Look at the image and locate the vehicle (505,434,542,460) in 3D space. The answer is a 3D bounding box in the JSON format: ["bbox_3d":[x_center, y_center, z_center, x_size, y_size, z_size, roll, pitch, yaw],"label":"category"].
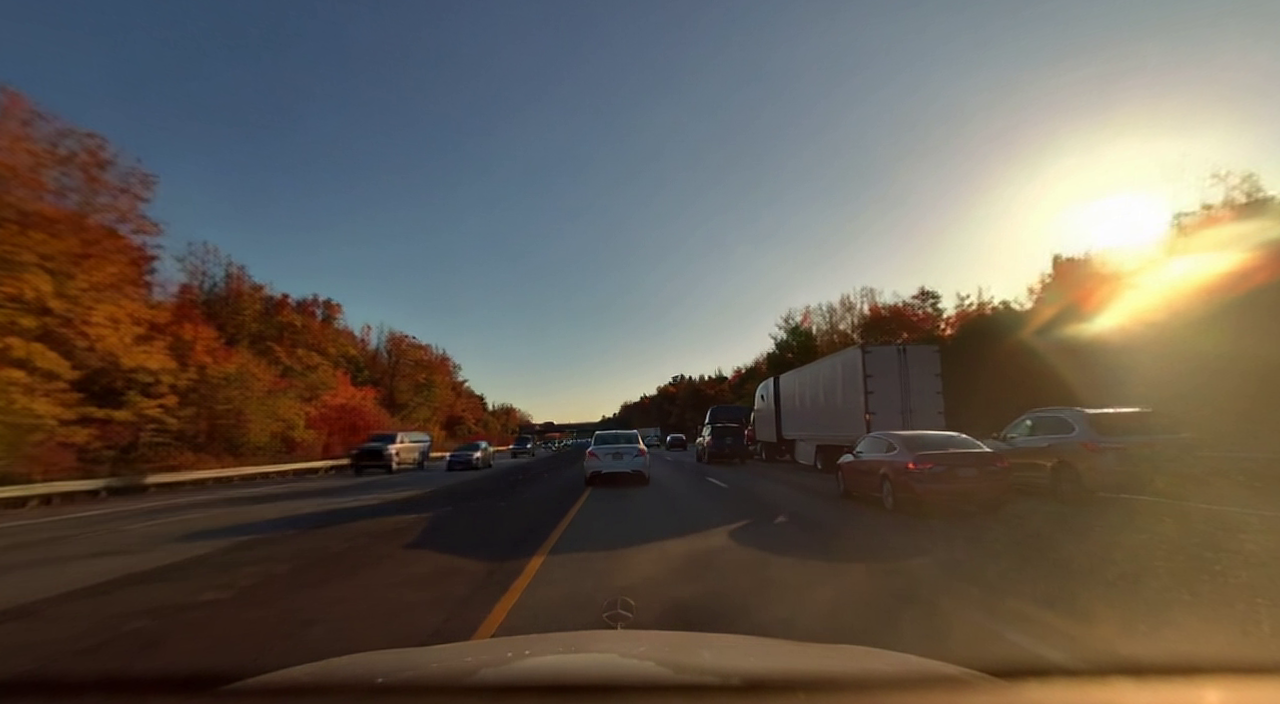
[{"bbox_3d":[-8.877,7.269,48.232,2.152,1.903,4.339,0,-8,-1],"label":"vehicle"}]

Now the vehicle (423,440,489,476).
[{"bbox_3d":[-8.402,4.850,29.116,1.872,1.521,3.962,0,-8,0],"label":"vehicle"}]

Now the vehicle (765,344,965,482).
[{"bbox_3d":[7.963,2.668,25.376,2.867,4.066,13.802,0,-7,0],"label":"vehicle"}]

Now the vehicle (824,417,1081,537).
[{"bbox_3d":[4.629,1.889,10.183,2.040,1.523,4.068,0,-8,-1],"label":"vehicle"}]

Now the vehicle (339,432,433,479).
[{"bbox_3d":[-11.940,4.869,30.036,2.338,2.059,5.149,0,-8,-1],"label":"vehicle"}]

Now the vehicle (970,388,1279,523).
[{"bbox_3d":[8.516,1.834,11.656,2.116,1.965,4.691,0,-8,-1],"label":"vehicle"}]

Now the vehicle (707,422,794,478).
[{"bbox_3d":[3.641,3.307,21.453,2.147,1.707,3.963,0,-8,-2],"label":"vehicle"}]

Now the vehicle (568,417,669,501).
[{"bbox_3d":[-0.490,2.523,15.331,2.087,1.709,4.455,0,-8,-1],"label":"vehicle"}]
